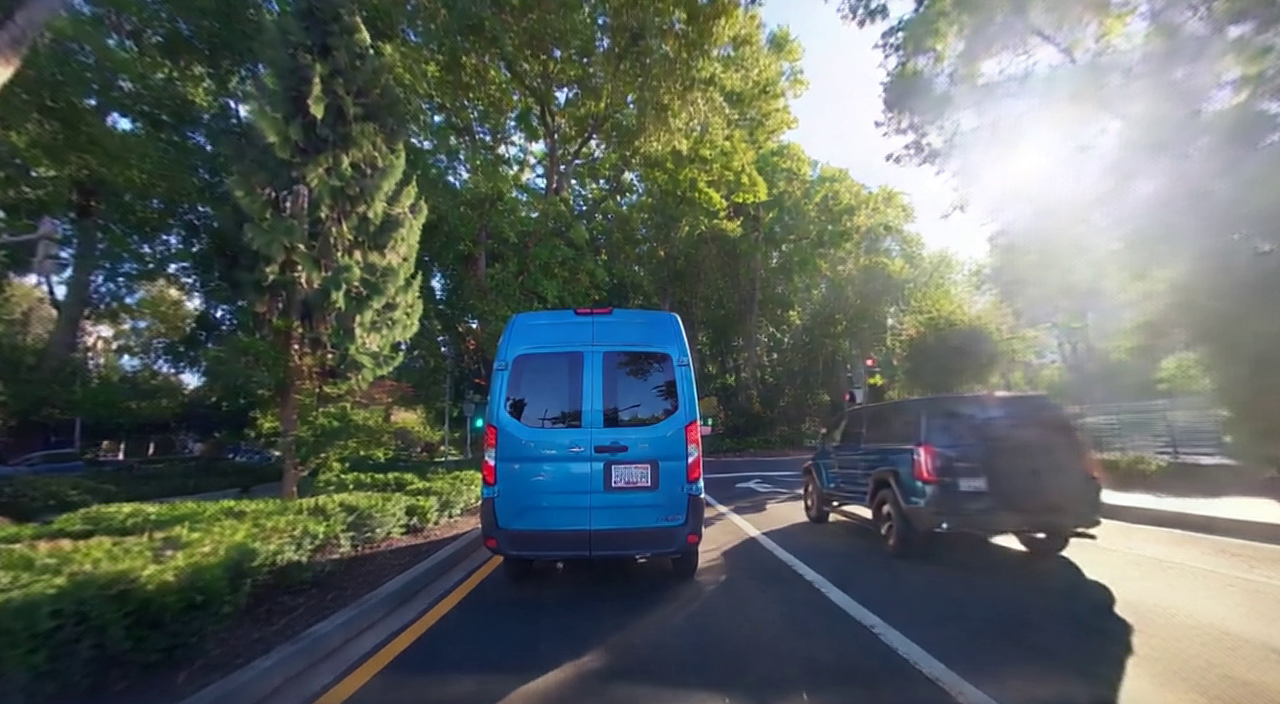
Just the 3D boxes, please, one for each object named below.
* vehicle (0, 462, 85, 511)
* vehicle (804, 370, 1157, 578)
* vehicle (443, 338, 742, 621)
[{"bbox_3d":[-25.155,5.314,25.312,4.857,1.729,2.029,-3,-9,18],"label":"vehicle"},{"bbox_3d":[3.613,1.396,7.780,1.988,1.873,3.968,0,-9,-2],"label":"vehicle"},{"bbox_3d":[-0.310,1.229,6.809,2.145,2.046,4.309,0,-9,1],"label":"vehicle"}]
